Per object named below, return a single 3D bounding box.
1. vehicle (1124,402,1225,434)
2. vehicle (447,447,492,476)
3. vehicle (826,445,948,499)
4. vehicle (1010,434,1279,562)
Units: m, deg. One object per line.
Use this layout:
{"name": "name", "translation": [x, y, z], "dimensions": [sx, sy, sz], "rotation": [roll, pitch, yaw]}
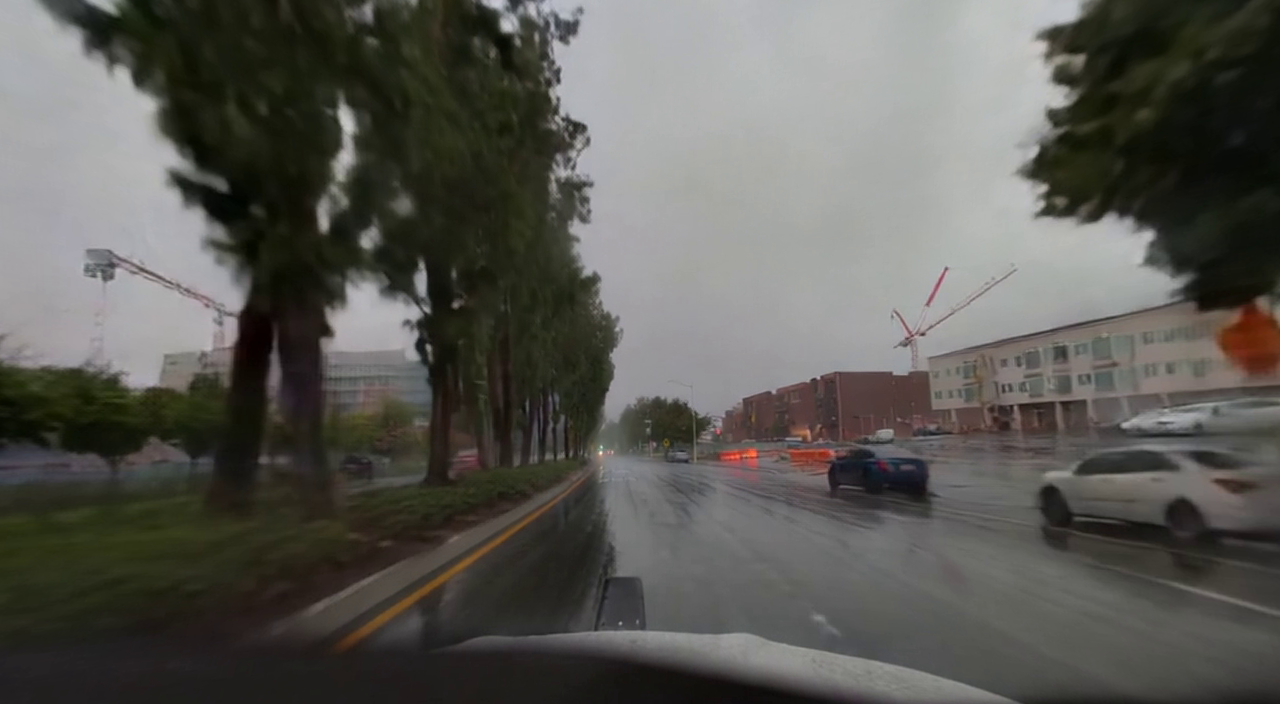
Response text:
{"name": "vehicle", "translation": [32.561, 4.093, 38.661], "dimensions": [1.829, 1.713, 4.519], "rotation": [-2, -8, -7]}
{"name": "vehicle", "translation": [-12.470, 8.041, 46.577], "dimensions": [2.127, 1.984, 4.545], "rotation": [-1, -9, -1]}
{"name": "vehicle", "translation": [8.093, 3.951, 21.224], "dimensions": [1.977, 1.540, 4.307], "rotation": [3, -9, -7]}
{"name": "vehicle", "translation": [8.171, 2.104, 9.773], "dimensions": [1.974, 1.472, 4.654], "rotation": [2, -9, -2]}
